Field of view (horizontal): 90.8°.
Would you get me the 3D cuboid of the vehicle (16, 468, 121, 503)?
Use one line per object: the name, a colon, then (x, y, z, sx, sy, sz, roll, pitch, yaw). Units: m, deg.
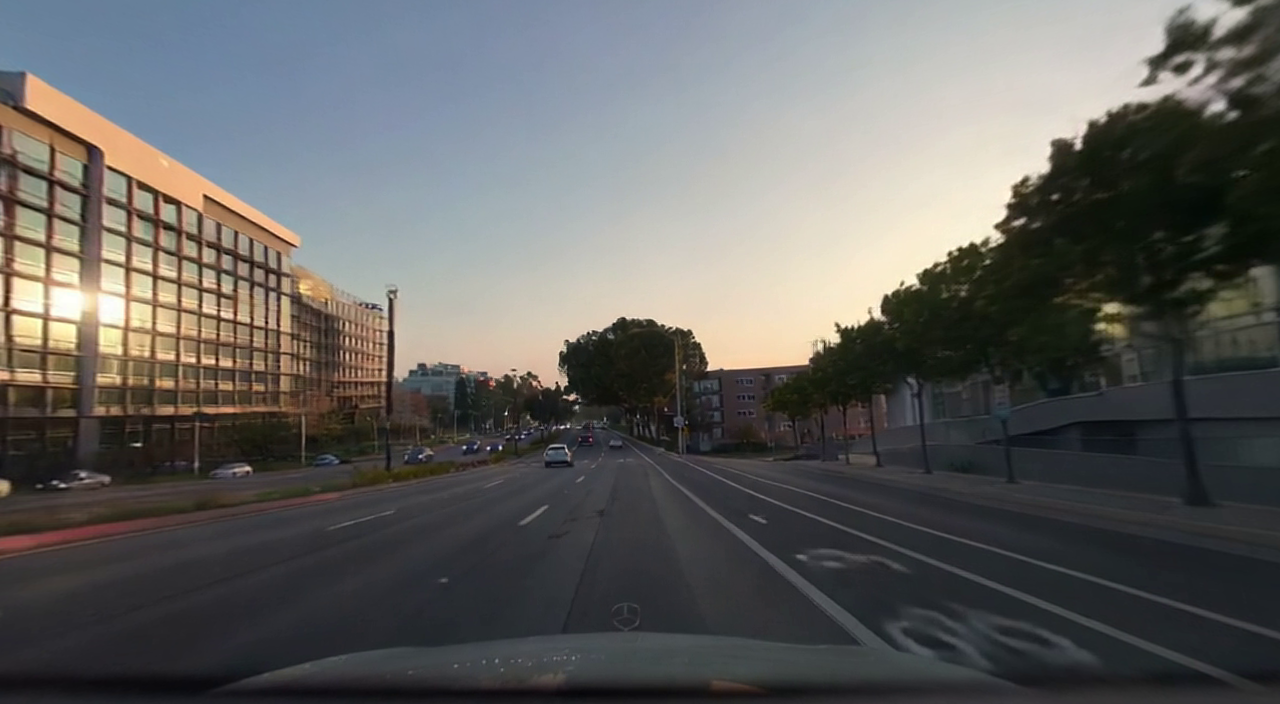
vehicle: (-33.627, 7.815, 37.382, 1.912, 1.755, 4.644, 0, -8, -1)

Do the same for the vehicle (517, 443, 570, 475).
vehicle: (-4.738, 5.300, 31.672, 2.025, 1.474, 4.292, 0, -8, -1)
